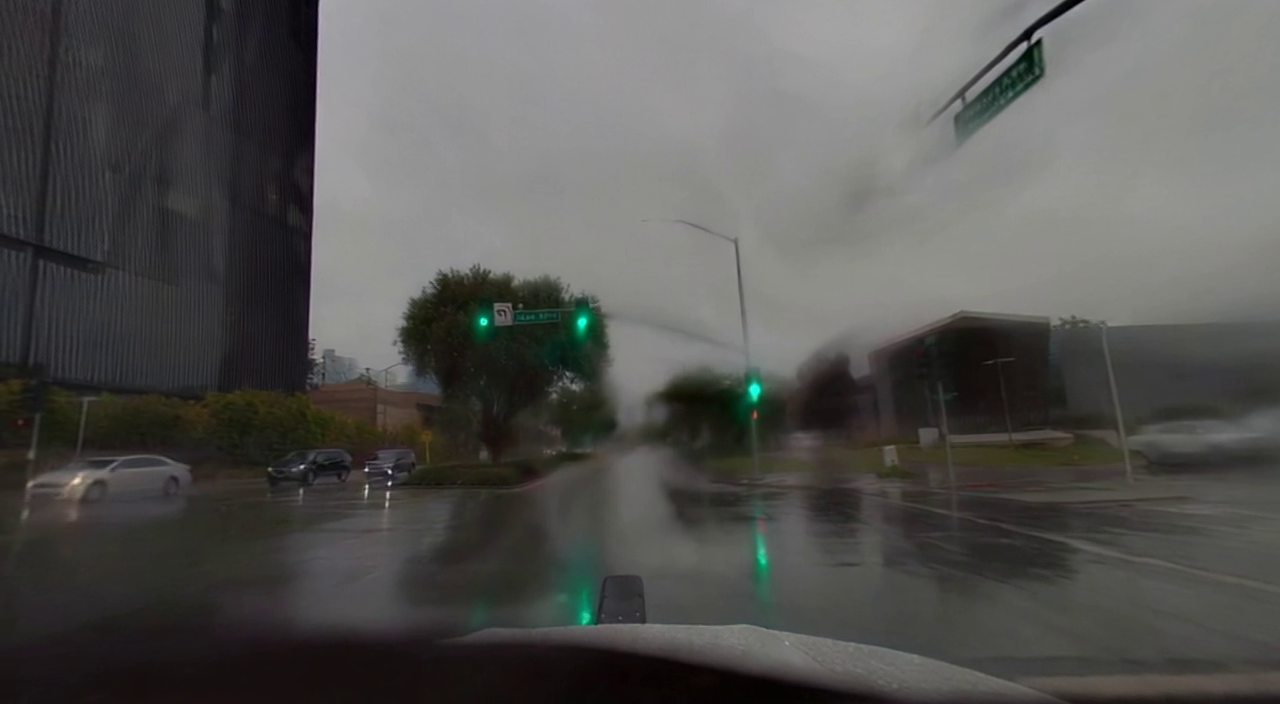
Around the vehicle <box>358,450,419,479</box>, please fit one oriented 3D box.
[{"bbox_3d":[-15.114,6.764,38.111,1.932,1.605,4.146,0,-9,0],"label":"vehicle"}]

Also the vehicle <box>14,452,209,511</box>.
[{"bbox_3d":[-15.082,3.678,18.375,1.790,1.437,4.349,0,-9,2],"label":"vehicle"}]

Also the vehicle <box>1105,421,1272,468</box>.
[{"bbox_3d":[19.082,3.264,22.243,1.834,1.480,4.458,0,-9,-1],"label":"vehicle"}]

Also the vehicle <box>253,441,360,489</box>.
[{"bbox_3d":[-14.838,5.030,28.426,2.091,1.915,5.040,0,-9,0],"label":"vehicle"}]
